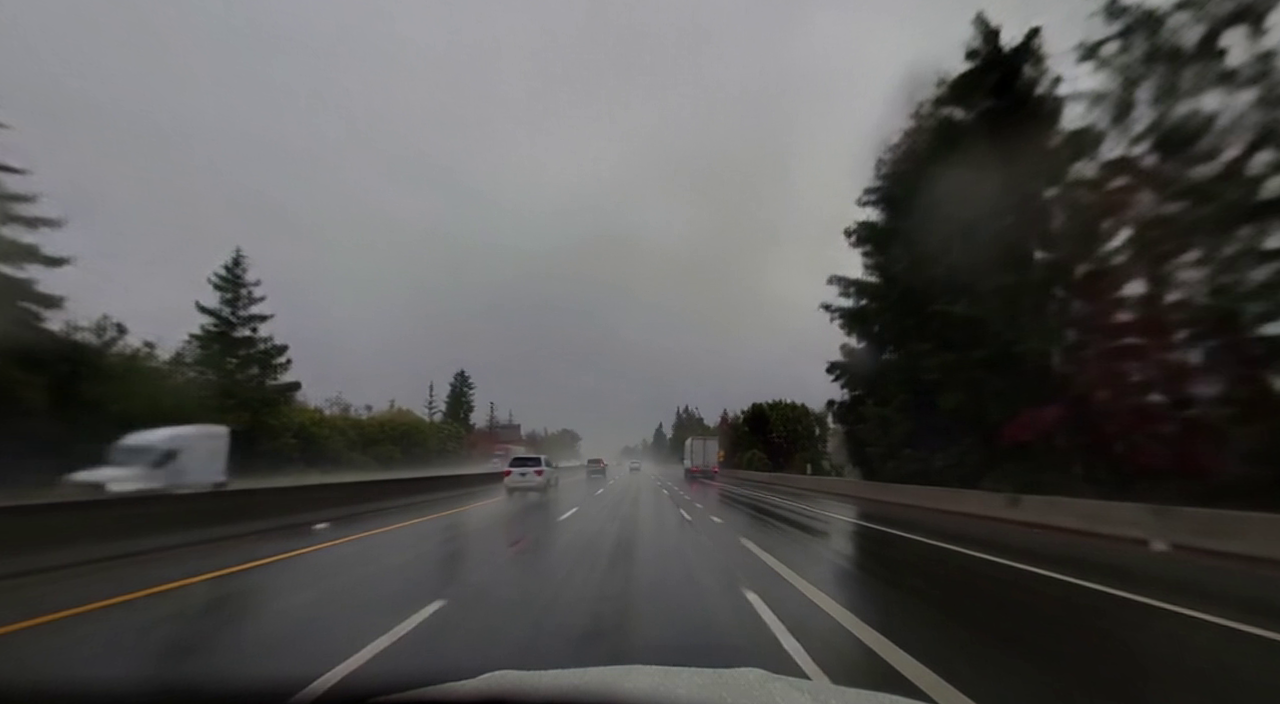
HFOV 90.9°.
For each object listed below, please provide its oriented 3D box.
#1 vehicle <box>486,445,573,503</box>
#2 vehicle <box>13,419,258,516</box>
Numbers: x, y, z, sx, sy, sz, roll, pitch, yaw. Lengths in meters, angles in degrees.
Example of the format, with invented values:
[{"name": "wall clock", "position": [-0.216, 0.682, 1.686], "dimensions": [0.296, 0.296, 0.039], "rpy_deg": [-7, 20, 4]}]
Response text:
[{"name": "vehicle", "position": [-3.934, 4.484, 23.395], "dimensions": [2.272, 1.873, 4.832], "rpy_deg": [1, -10, 0]}, {"name": "vehicle", "position": [-15.240, 3.608, 19.827], "dimensions": [2.333, 2.505, 6.322], "rpy_deg": [1, -10, 0]}]
